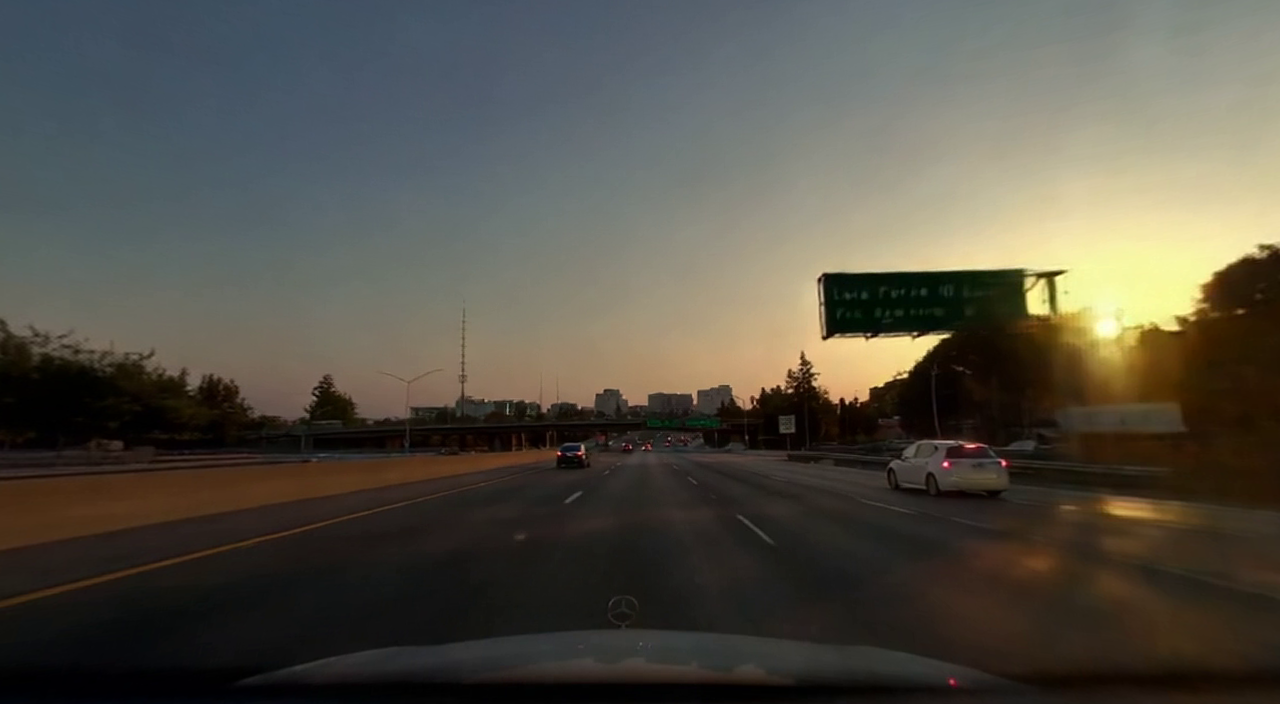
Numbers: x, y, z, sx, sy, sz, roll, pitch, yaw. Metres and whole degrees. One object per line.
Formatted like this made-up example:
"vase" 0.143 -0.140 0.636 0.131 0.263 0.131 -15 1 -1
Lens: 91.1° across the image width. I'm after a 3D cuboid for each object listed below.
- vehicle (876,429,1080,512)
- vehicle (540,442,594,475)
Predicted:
"vehicle" 7.482 2.663 14.648 2.032 1.601 4.863 0 -9 0
"vehicle" -3.616 5.391 31.931 2.055 1.533 4.604 0 -8 2
